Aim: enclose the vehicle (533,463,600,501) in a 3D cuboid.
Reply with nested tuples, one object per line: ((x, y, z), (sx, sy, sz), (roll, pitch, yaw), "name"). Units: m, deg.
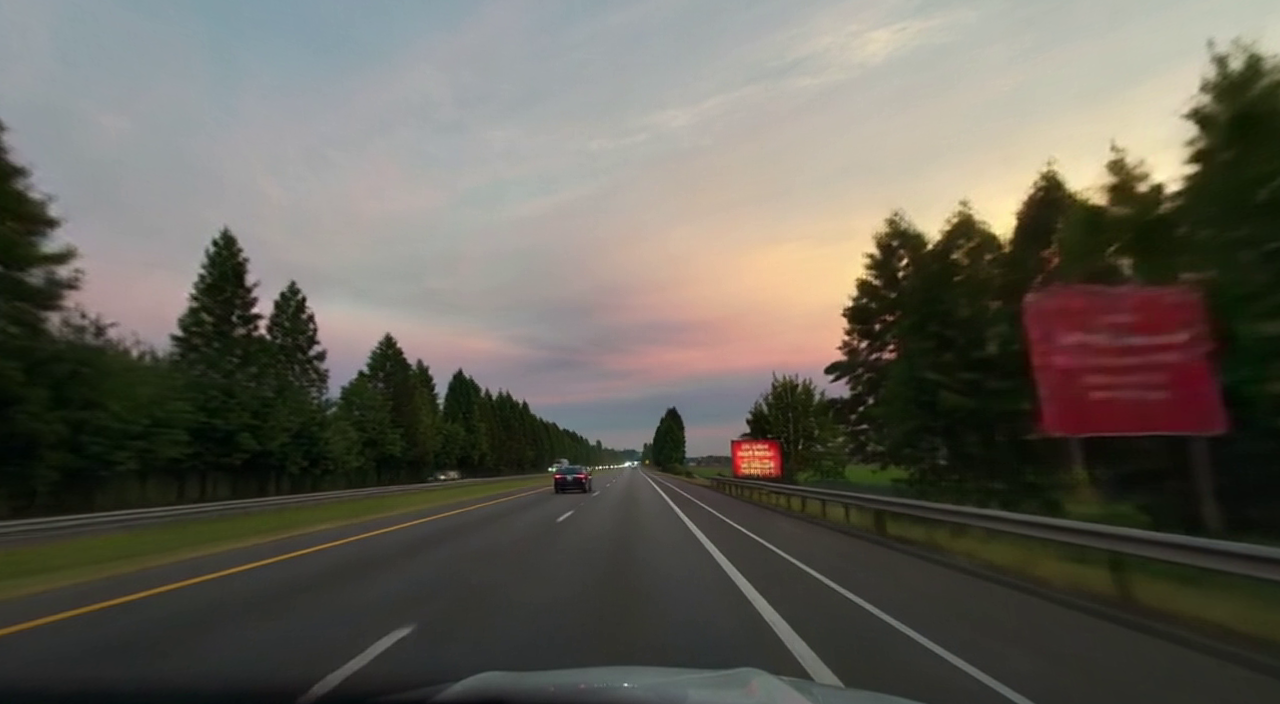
((-2.975, 5.418, 26.513), (2.183, 1.435, 4.653), (0, -10, 1), "vehicle")
